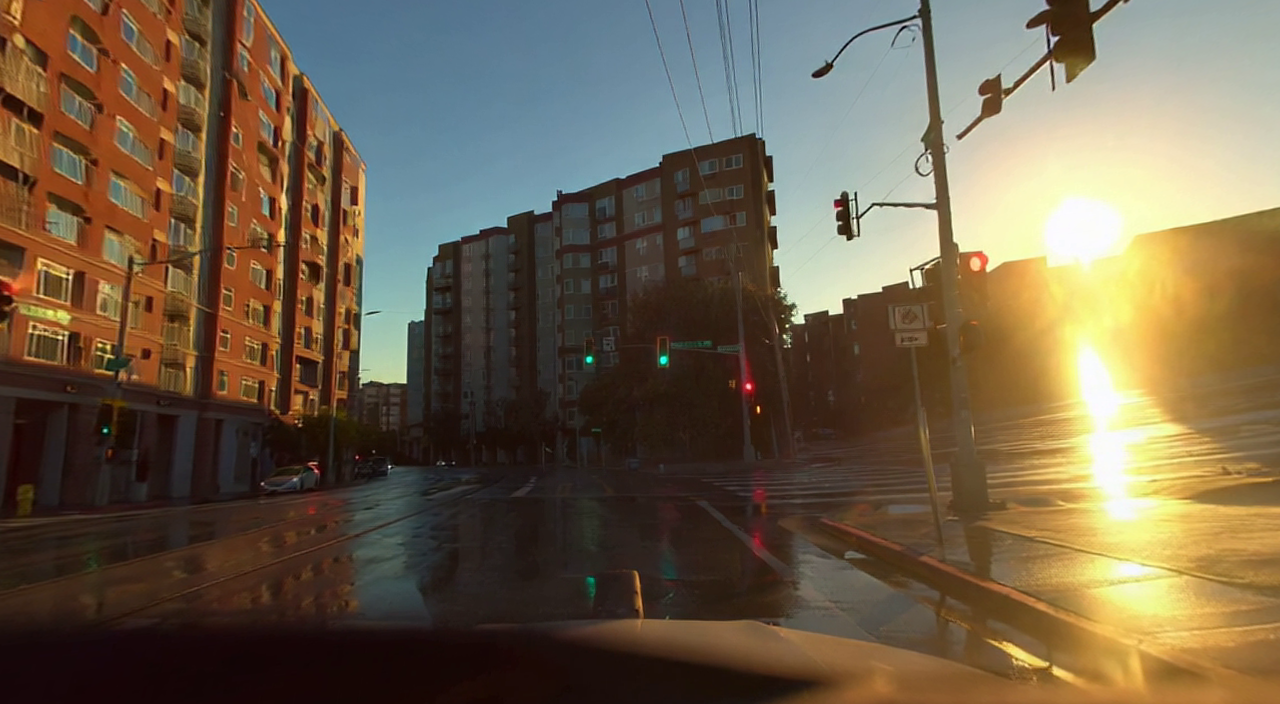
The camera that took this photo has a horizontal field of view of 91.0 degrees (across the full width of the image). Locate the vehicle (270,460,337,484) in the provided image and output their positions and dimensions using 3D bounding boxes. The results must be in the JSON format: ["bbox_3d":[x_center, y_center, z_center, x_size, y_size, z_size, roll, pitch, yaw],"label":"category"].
[{"bbox_3d":[-24.671,8.804,46.269,3.882,1.600,1.768,0,-9,2],"label":"vehicle"}]
